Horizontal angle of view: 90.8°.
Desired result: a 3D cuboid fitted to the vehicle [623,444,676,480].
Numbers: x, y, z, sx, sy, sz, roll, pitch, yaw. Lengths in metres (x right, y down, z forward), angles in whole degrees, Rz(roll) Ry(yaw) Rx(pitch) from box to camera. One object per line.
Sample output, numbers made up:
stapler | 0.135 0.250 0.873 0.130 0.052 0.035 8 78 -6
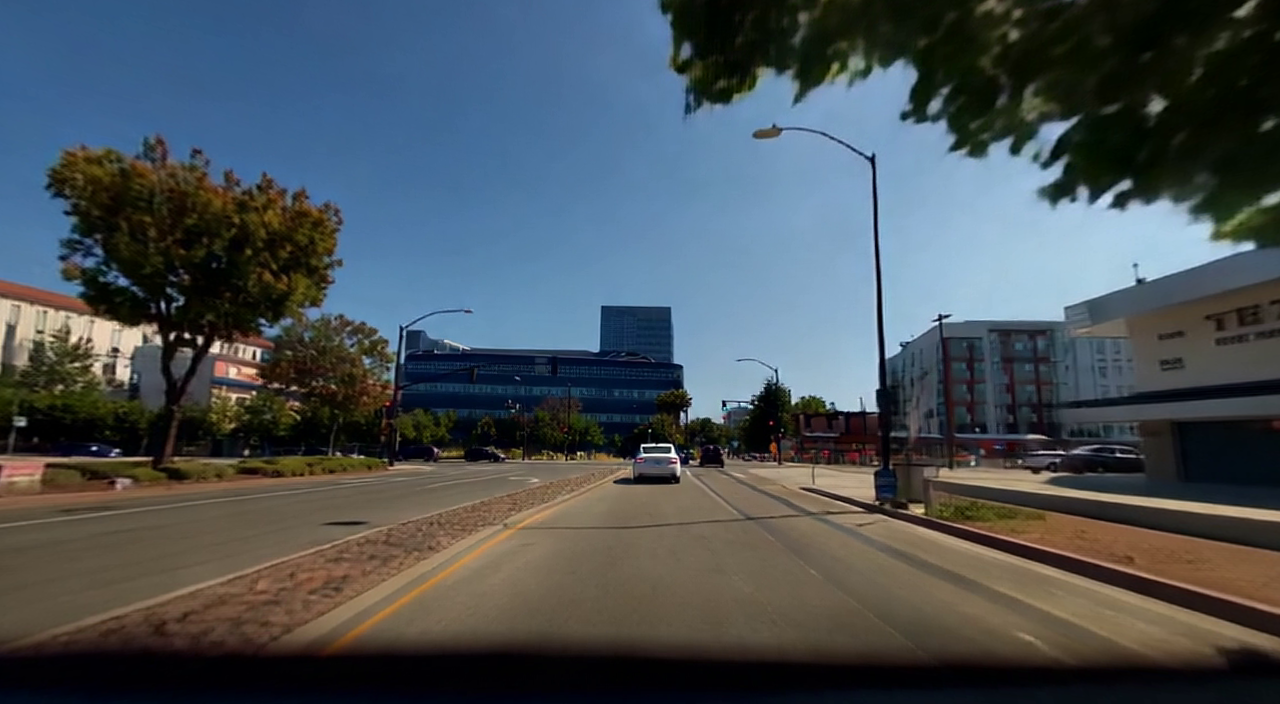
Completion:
vehicle | 0.493 4.941 28.664 2.173 1.479 4.264 -1 -9 4
